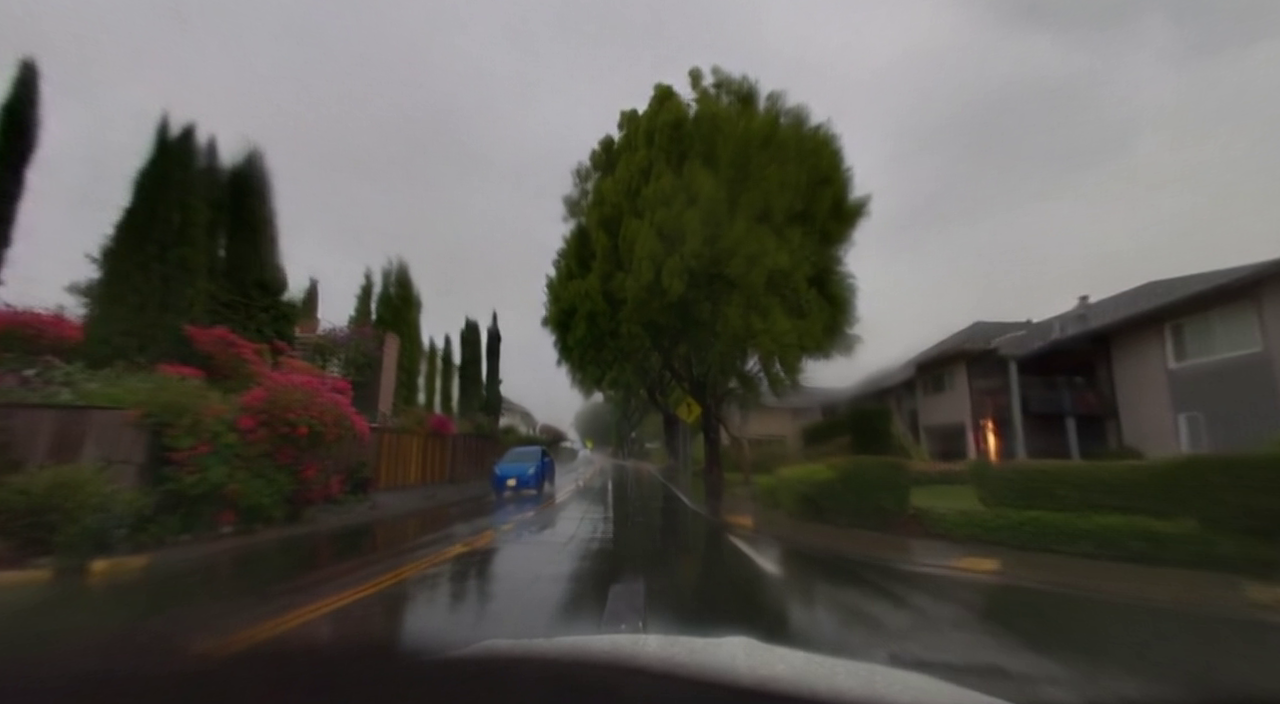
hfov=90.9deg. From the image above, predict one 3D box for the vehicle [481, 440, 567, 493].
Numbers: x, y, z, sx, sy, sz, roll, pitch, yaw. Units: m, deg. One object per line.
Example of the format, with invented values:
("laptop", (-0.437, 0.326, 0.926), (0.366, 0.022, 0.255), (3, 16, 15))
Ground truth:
("vehicle", (-3.928, 4.020, 22.158), (2.036, 1.657, 4.391), (0, -10, 2))
